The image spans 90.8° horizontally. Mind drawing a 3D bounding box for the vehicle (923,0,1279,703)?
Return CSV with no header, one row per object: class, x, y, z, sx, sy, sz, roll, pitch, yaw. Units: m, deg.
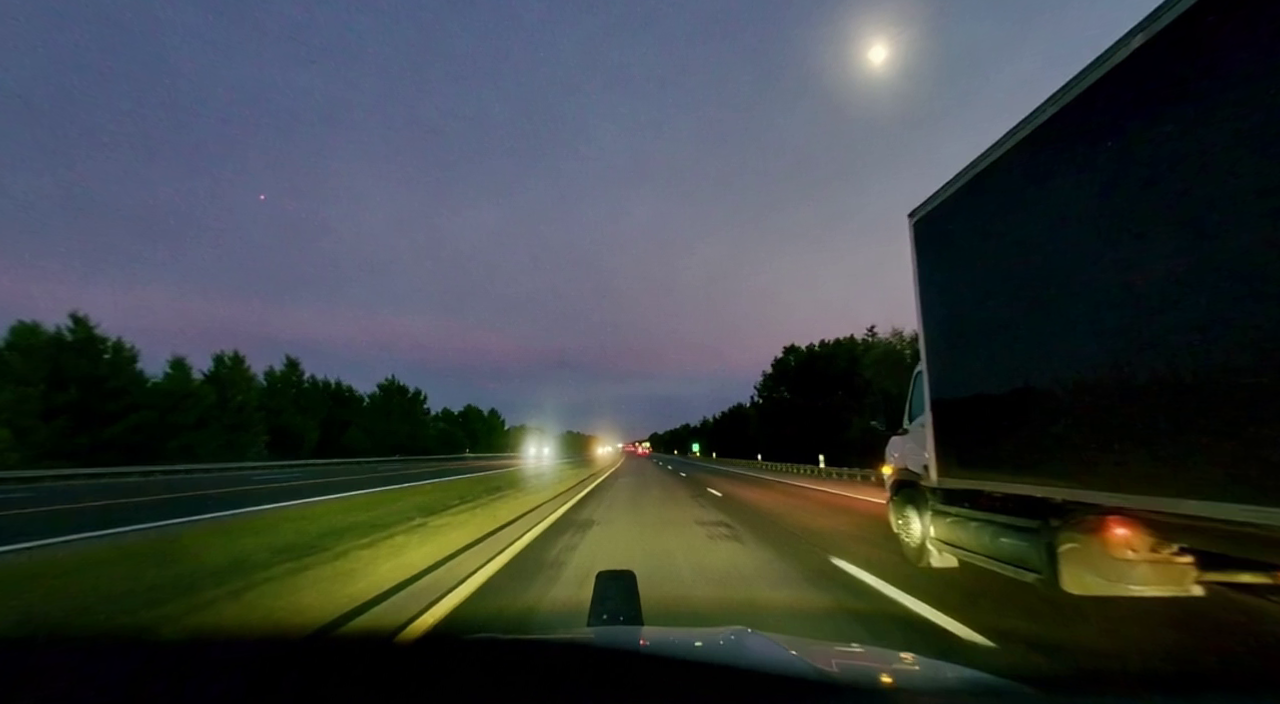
vehicle,4.784,-0.319,1.958,3.052,4.004,9.986,0,-9,0
